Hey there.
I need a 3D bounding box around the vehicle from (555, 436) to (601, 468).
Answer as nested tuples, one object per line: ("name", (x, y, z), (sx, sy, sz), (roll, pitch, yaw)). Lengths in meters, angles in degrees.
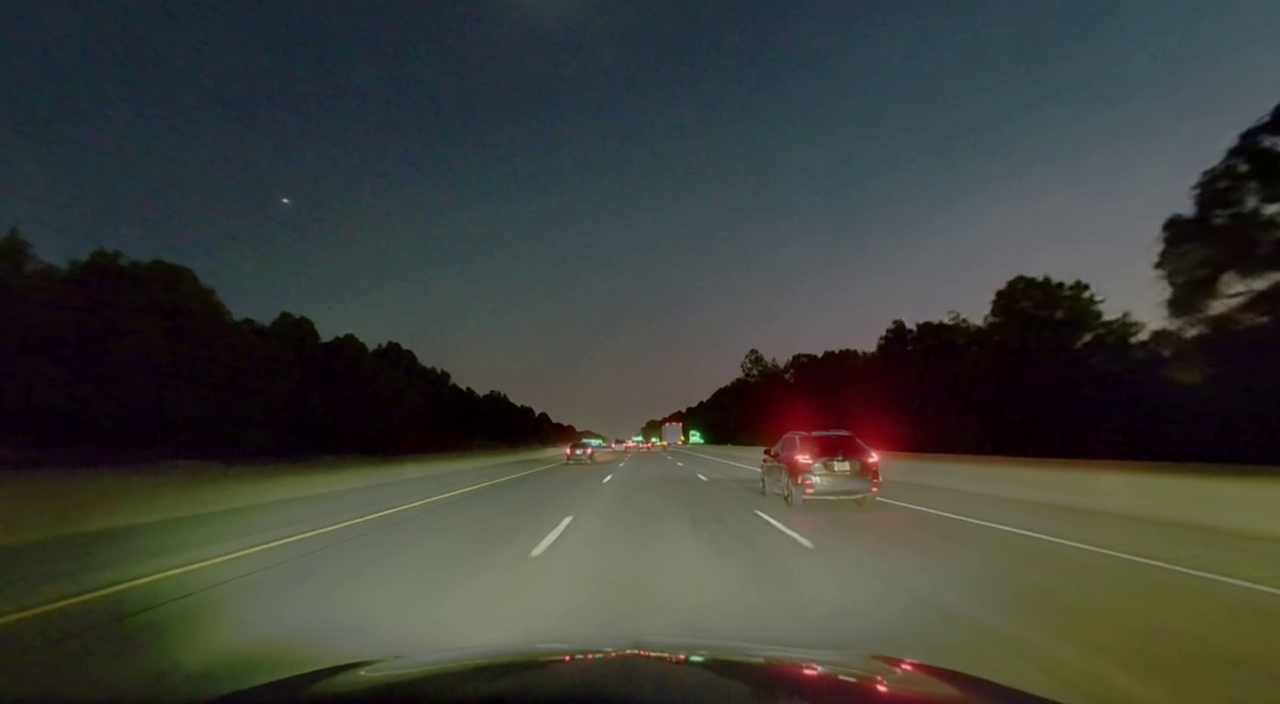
("vehicle", (-3.245, 5.341, 33.624), (2.025, 1.571, 3.662), (0, -9, 0))
